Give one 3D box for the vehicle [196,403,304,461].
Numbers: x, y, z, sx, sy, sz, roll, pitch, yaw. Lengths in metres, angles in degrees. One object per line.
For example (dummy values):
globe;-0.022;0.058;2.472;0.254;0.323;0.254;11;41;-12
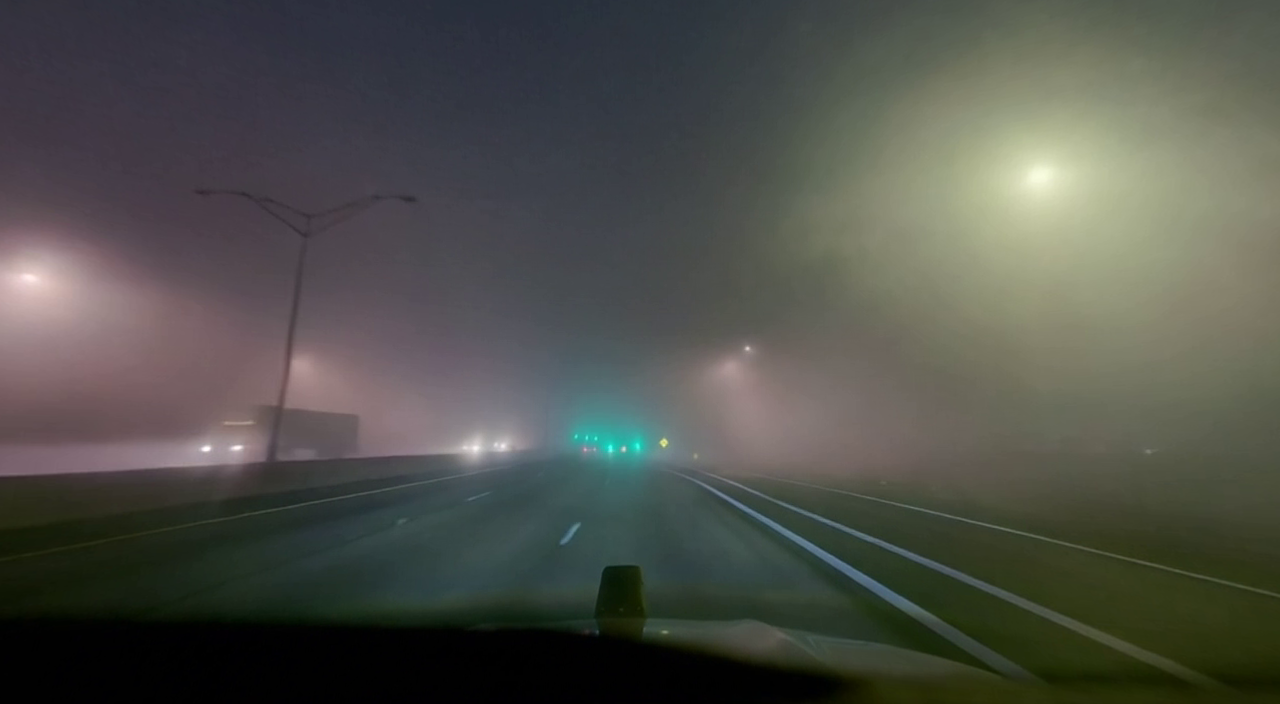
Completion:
vehicle;-28.270;5.967;46.325;3.025;3.872;8.107;0;-8;-3
